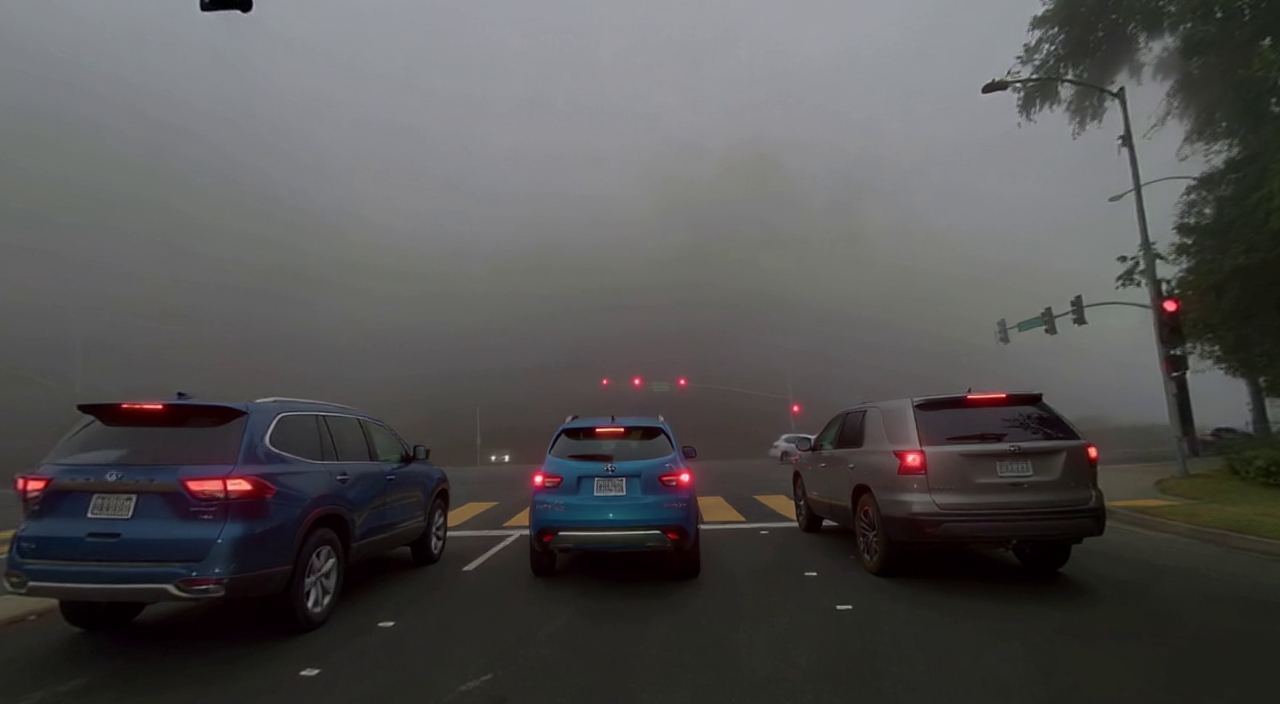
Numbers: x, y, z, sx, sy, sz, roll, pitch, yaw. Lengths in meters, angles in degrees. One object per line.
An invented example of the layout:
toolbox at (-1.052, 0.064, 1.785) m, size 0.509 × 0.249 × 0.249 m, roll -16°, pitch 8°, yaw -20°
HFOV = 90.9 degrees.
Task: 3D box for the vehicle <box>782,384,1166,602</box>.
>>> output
vehicle at (3.261, 1.487, 7.515) m, size 2.083 × 1.779 × 4.532 m, roll 0°, pitch -8°, yaw 0°

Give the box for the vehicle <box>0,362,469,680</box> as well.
vehicle at (-3.279, 1.280, 5.886) m, size 2.047 × 1.810 × 4.414 m, roll 0°, pitch -8°, yaw 1°

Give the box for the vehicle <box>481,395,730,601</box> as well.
vehicle at (-0.239, 1.509, 7.318) m, size 2.067 × 1.702 × 3.987 m, roll 0°, pitch -8°, yaw 2°

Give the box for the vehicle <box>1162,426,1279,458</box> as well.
vehicle at (28.848, 4.400, 30.805) m, size 5.018 × 1.435 × 1.920 m, roll 0°, pitch -9°, yaw -3°
